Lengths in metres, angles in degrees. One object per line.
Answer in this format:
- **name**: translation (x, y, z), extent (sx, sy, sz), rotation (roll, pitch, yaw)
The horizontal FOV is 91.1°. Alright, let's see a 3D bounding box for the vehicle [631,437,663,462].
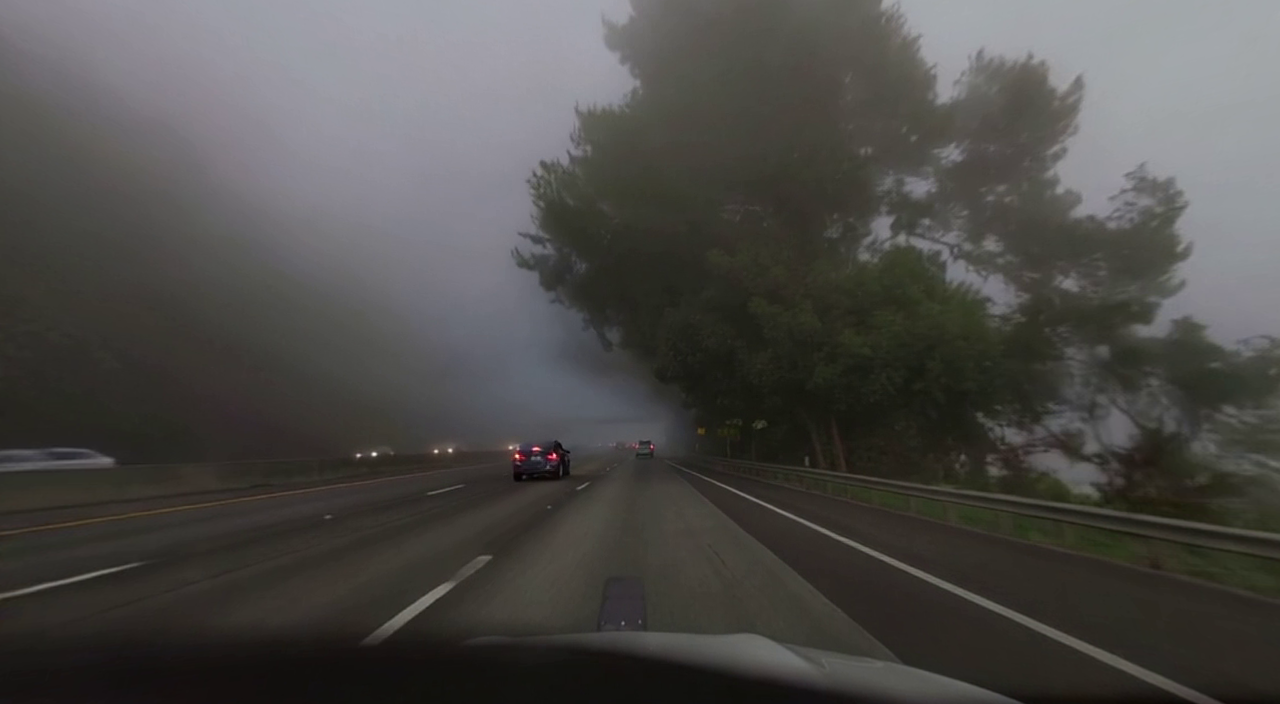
- **vehicle**: translation (0.526, 7.234, 46.715), extent (2.285, 1.797, 4.478), rotation (0, -8, 0)

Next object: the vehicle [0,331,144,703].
- **vehicle**: translation (-3.517, 0.477, 0.493), extent (2.040, 1.672, 5.122), rotation (0, -8, 0)

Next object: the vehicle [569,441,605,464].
- **vehicle**: translation (-3.502, 6.714, 41.991), extent (2.055, 1.431, 3.921), rotation (0, -8, 1)

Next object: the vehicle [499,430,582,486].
- **vehicle**: translation (-3.218, 3.530, 21.234), extent (2.056, 1.679, 4.204), rotation (0, -8, 1)
